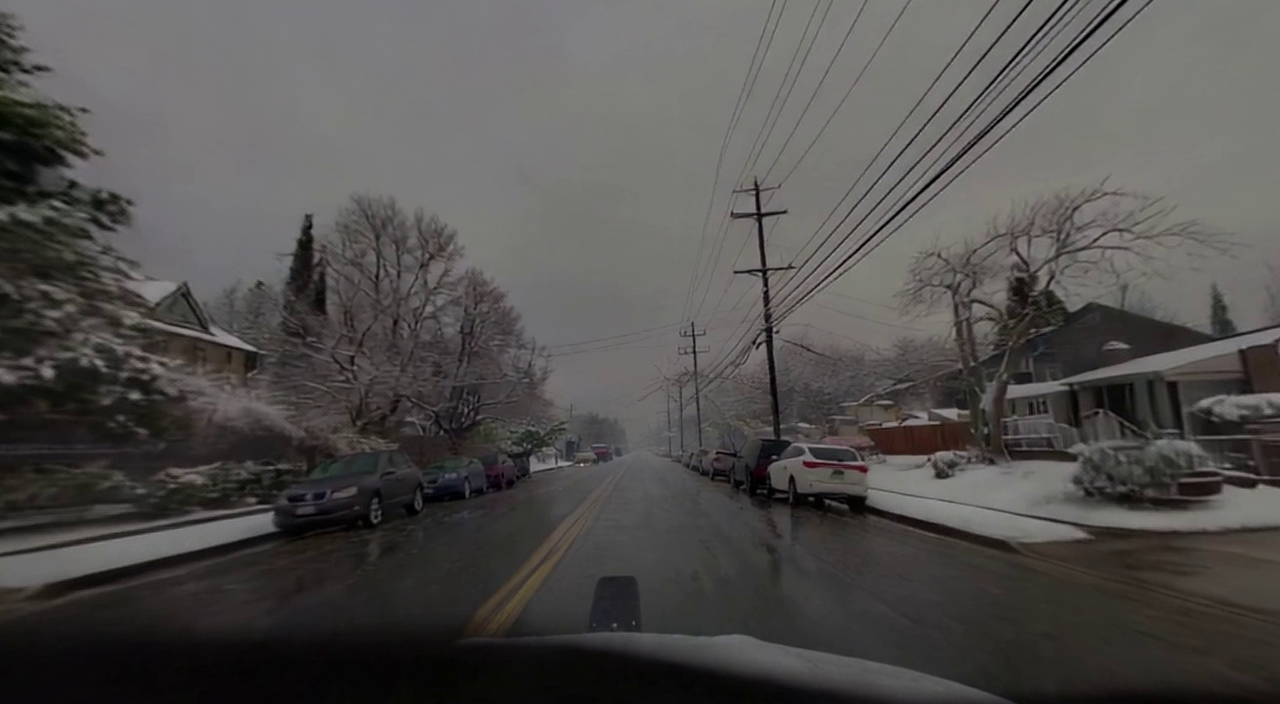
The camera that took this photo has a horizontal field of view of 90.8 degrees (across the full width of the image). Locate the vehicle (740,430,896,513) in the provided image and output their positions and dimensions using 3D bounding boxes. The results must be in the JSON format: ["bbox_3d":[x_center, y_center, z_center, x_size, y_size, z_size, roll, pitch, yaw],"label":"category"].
[{"bbox_3d":[4.601,3.219,17.670,2.462,1.894,6.076,0,-9,-1],"label":"vehicle"}]

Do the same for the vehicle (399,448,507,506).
[{"bbox_3d":[-5.393,3.638,18.818,1.856,1.499,4.216,0,-9,1],"label":"vehicle"}]

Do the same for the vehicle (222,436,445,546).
[{"bbox_3d":[-5.396,2.464,11.999,1.971,1.648,4.638,0,-9,-1],"label":"vehicle"}]
